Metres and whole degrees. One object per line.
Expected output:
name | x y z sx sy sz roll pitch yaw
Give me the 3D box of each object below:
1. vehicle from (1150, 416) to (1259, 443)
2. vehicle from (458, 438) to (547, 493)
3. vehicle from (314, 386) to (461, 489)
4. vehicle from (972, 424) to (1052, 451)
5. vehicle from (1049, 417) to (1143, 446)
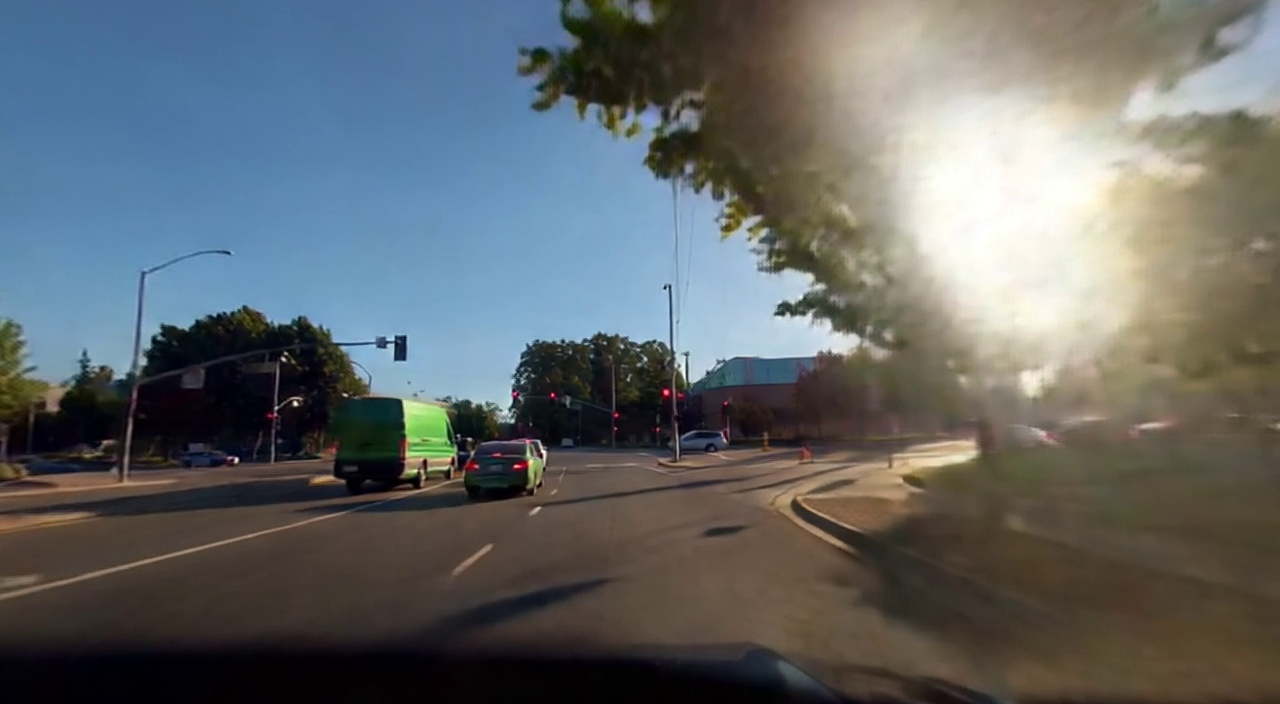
vehicle | 33.378 4.603 37.338 4.342 1.513 1.838 -2 -9 14
vehicle | -4.129 3.487 19.682 2.019 1.485 4.565 1 -9 -4
vehicle | -8.126 2.948 21.332 2.461 2.889 6.776 1 -9 -3
vehicle | 21.345 4.922 36.159 3.718 1.480 1.981 4 -9 -20
vehicle | 27.685 4.868 38.363 4.056 1.659 1.881 -2 -9 12
